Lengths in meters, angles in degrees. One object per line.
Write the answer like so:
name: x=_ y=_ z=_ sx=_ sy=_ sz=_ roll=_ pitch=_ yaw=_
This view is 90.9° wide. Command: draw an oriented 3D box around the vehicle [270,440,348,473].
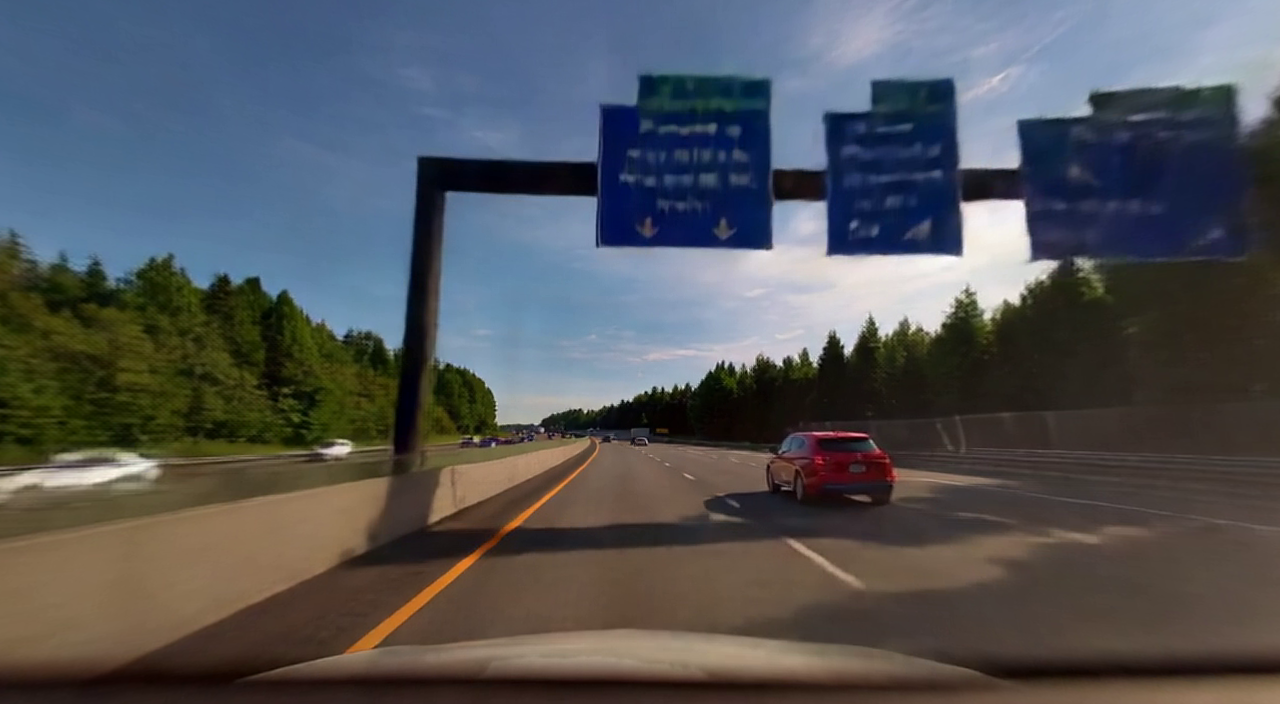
vehicle: x=-18.070 y=5.680 z=34.660 sx=1.962 sy=1.680 sz=4.392 roll=0 pitch=-8 yaw=-2

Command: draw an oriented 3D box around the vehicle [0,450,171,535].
vehicle: x=-13.344 y=3.056 z=14.387 sx=1.922 sy=1.530 sz=4.422 roll=0 pitch=-8 yaw=-1

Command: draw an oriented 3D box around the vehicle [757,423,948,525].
vehicle: x=3.622 y=2.145 z=11.704 sx=1.958 sy=1.526 sz=4.227 roll=0 pitch=-8 yaw=-2
